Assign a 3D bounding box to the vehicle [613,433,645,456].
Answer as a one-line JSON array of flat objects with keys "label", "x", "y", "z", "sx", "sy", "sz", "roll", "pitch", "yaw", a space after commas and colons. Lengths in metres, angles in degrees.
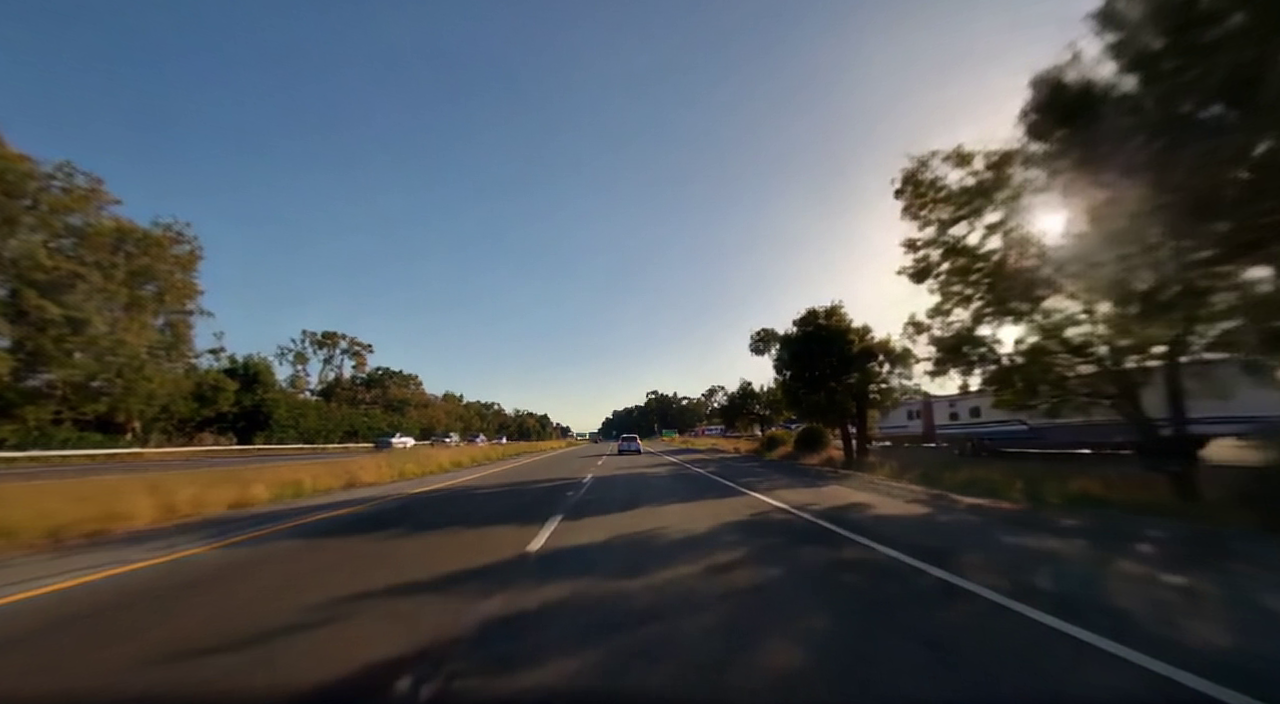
[{"label": "vehicle", "x": -0.810, "y": 6.385, "z": 43.429, "sx": 2.037, "sy": 1.504, "sz": 4.248, "roll": 0, "pitch": -8, "yaw": -3}]
